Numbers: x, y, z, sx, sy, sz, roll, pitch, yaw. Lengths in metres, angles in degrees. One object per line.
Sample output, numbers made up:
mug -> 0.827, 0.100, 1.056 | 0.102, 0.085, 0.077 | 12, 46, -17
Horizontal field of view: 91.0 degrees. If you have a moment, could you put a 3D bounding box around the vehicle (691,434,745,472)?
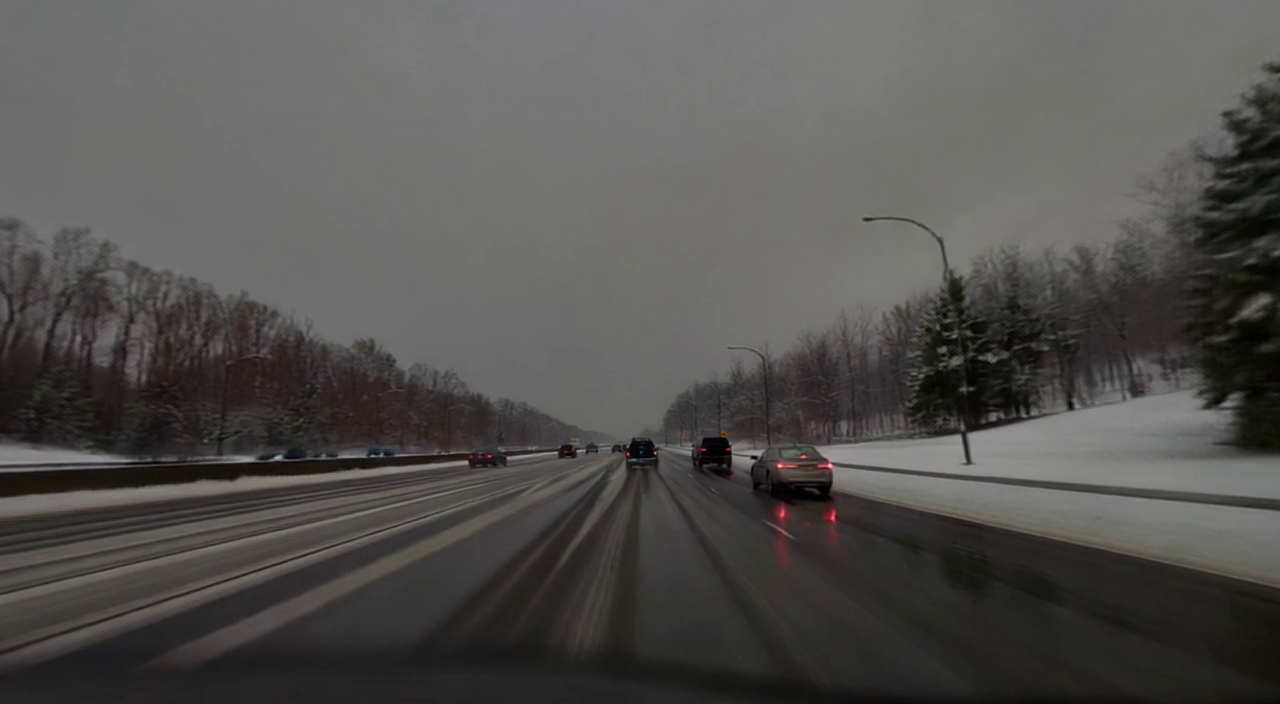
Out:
vehicle -> 4.321, 5.733, 35.950 | 2.388, 1.998, 5.749 | 0, -9, 0

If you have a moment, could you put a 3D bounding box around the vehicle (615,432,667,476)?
vehicle -> 0.040, 5.057, 31.395 | 2.372, 1.957, 5.121 | 0, -9, 0

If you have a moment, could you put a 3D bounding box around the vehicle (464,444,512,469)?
vehicle -> -9.794, 6.757, 40.890 | 1.989, 1.529, 4.433 | 0, -9, 1

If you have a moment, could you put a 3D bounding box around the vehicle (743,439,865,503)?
vehicle -> 4.285, 3.185, 17.367 | 2.057, 1.508, 4.767 | 0, -9, 0

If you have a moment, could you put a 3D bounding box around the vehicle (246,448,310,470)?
vehicle -> -27.572, 8.130, 48.123 | 1.931, 1.602, 4.826 | 0, -9, 1
